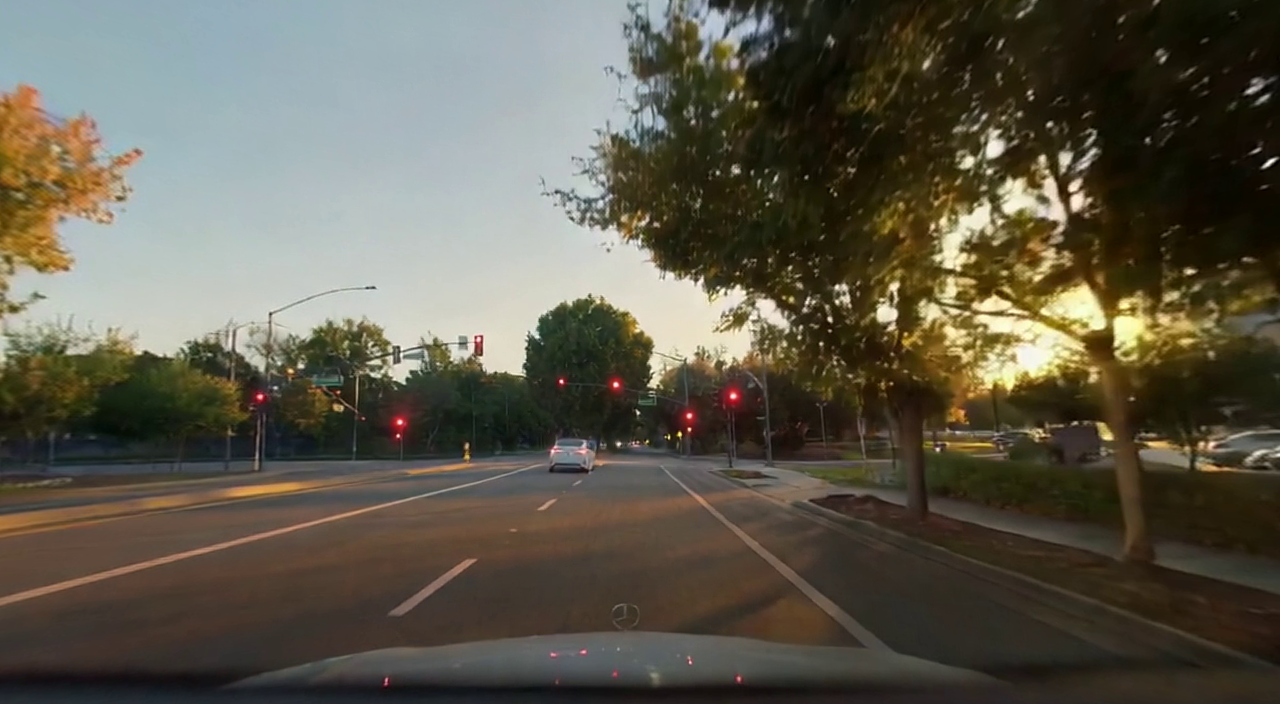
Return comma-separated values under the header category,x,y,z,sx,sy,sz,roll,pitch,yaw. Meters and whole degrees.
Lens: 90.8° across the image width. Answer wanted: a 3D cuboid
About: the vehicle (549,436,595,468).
category,x,y,z,sx,sy,sz,roll,pitch,yaw
vehicle,-3.667,5.475,34.718,2.076,1.599,4.483,0,-8,-1
